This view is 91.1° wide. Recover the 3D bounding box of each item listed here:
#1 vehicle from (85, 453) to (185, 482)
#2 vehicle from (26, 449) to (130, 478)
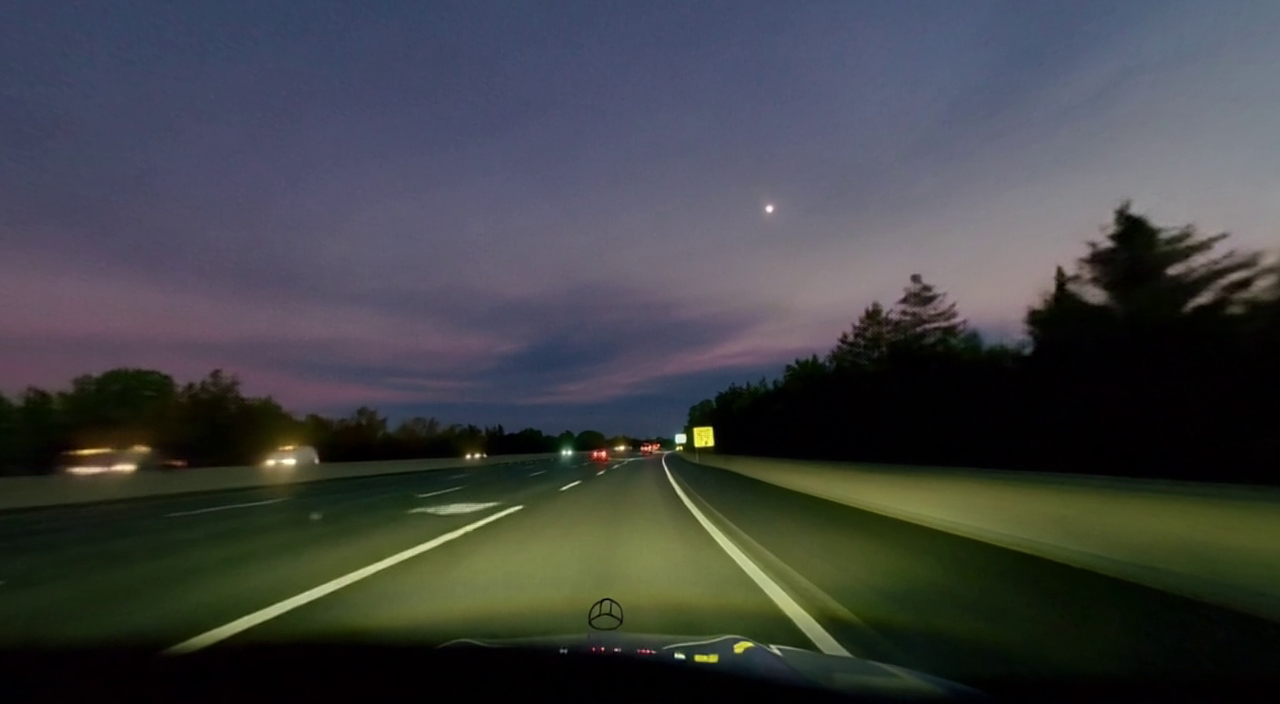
[{"bbox_3d":[-27.755,6.351,34.765,1.766,1.462,4.382,-1,-9,2],"label":"vehicle"},{"bbox_3d":[-35.493,7.031,39.904,1.891,1.739,4.958,-1,-9,2],"label":"vehicle"}]
